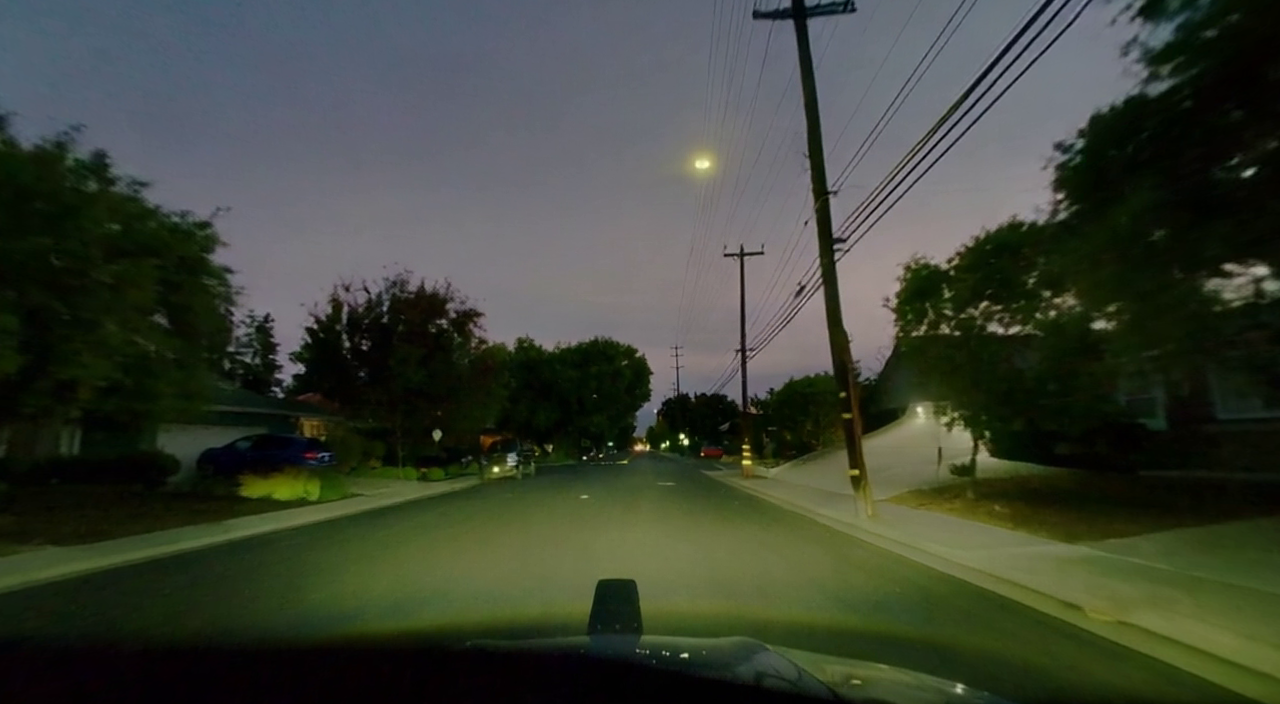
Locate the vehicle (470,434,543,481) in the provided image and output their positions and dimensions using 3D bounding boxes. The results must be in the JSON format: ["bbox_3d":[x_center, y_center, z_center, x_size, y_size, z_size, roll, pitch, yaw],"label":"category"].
[{"bbox_3d":[-6.832,5.560,33.252,2.739,2.164,6.065,-1,-10,-2],"label":"vehicle"}]

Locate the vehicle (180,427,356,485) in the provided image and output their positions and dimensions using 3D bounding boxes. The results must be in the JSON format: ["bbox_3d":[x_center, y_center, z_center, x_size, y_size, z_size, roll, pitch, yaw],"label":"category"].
[{"bbox_3d":[-13.505,3.801,23.200,5.033,1.997,2.126,0,-9,-1],"label":"vehicle"}]
